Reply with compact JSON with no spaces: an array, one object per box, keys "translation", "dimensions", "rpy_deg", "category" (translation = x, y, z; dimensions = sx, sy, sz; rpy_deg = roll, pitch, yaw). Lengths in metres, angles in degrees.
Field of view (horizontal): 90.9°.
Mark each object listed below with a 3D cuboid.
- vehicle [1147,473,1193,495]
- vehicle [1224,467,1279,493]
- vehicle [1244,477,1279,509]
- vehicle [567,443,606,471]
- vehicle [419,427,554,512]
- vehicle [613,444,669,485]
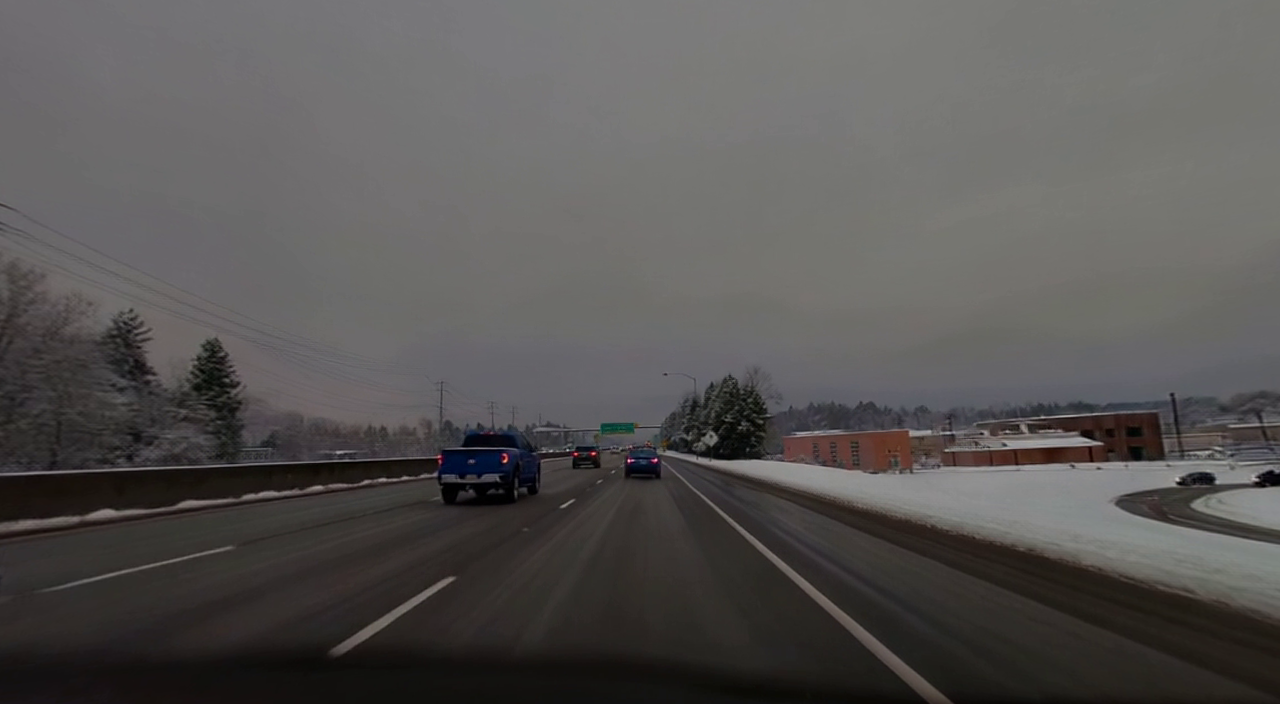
[{"translation":[39.783,9.851,47.283],"dimensions":[4.203,1.418,1.942],"rpy_deg":[8,-12,-42],"category":"vehicle"},{"translation":[47.684,9.906,48.934],"dimensions":[4.590,1.756,2.059],"rpy_deg":[5,-10,-30],"category":"vehicle"},{"translation":[36.637,8.135,36.536],"dimensions":[1.844,1.467,4.653],"rpy_deg":[-7,-11,38],"category":"vehicle"},{"translation":[-3.439,6.785,41.014],"dimensions":[1.993,1.717,4.321],"rpy_deg":[-1,-8,2],"category":"vehicle"},{"translation":[-3.603,2.861,15.863],"dimensions":[2.133,1.789,4.518],"rpy_deg":[-1,-8,2],"category":"vehicle"},{"translation":[0.020,4.376,24.866],"dimensions":[2.047,1.473,3.978],"rpy_deg":[0,-8,0],"category":"vehicle"}]
